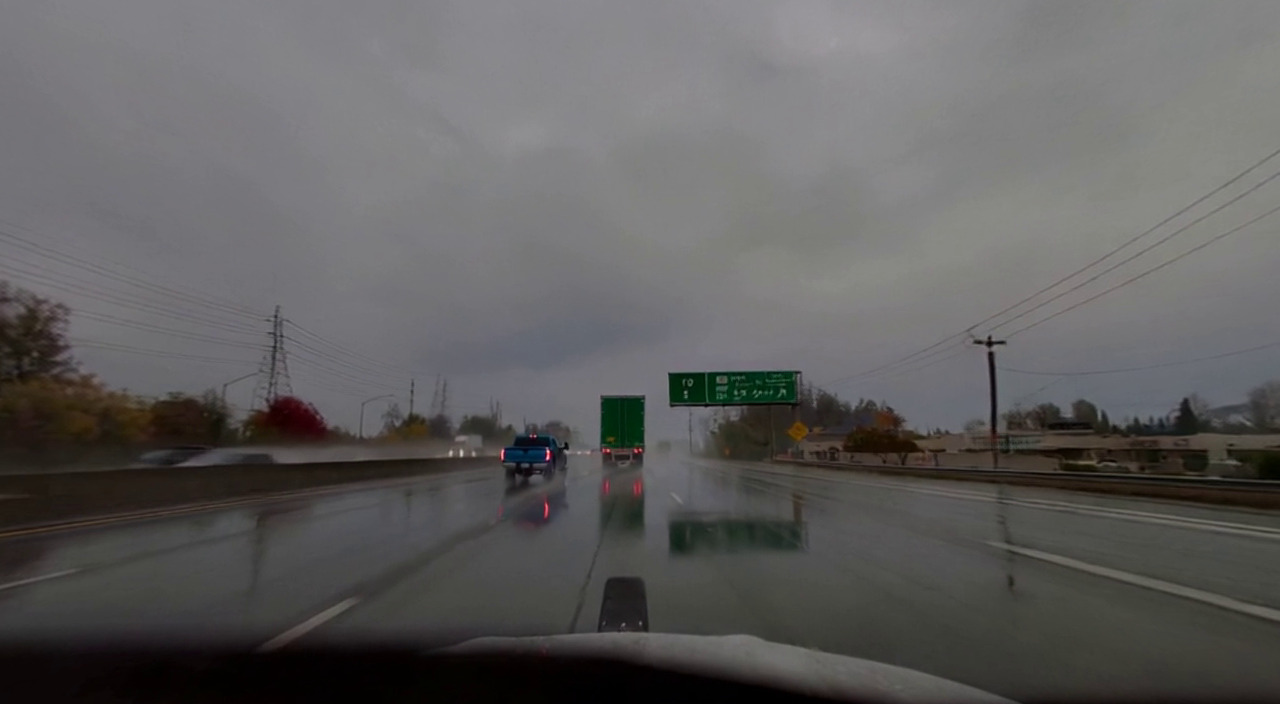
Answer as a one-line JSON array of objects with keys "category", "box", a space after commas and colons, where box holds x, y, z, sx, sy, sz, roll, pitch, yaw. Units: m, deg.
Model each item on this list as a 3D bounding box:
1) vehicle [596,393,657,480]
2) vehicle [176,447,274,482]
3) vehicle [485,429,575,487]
[{"category": "vehicle", "box": [-0.716, 4.947, 36.585, 2.879, 4.085, 13.125, 0, -8, -1]}, {"category": "vehicle", "box": [-19.166, 5.170, 29.373, 1.833, 1.455, 4.093, 0, -8, -1]}, {"category": "vehicle", "box": [-4.466, 4.451, 26.943, 2.749, 2.141, 6.515, 0, -8, -1]}]
